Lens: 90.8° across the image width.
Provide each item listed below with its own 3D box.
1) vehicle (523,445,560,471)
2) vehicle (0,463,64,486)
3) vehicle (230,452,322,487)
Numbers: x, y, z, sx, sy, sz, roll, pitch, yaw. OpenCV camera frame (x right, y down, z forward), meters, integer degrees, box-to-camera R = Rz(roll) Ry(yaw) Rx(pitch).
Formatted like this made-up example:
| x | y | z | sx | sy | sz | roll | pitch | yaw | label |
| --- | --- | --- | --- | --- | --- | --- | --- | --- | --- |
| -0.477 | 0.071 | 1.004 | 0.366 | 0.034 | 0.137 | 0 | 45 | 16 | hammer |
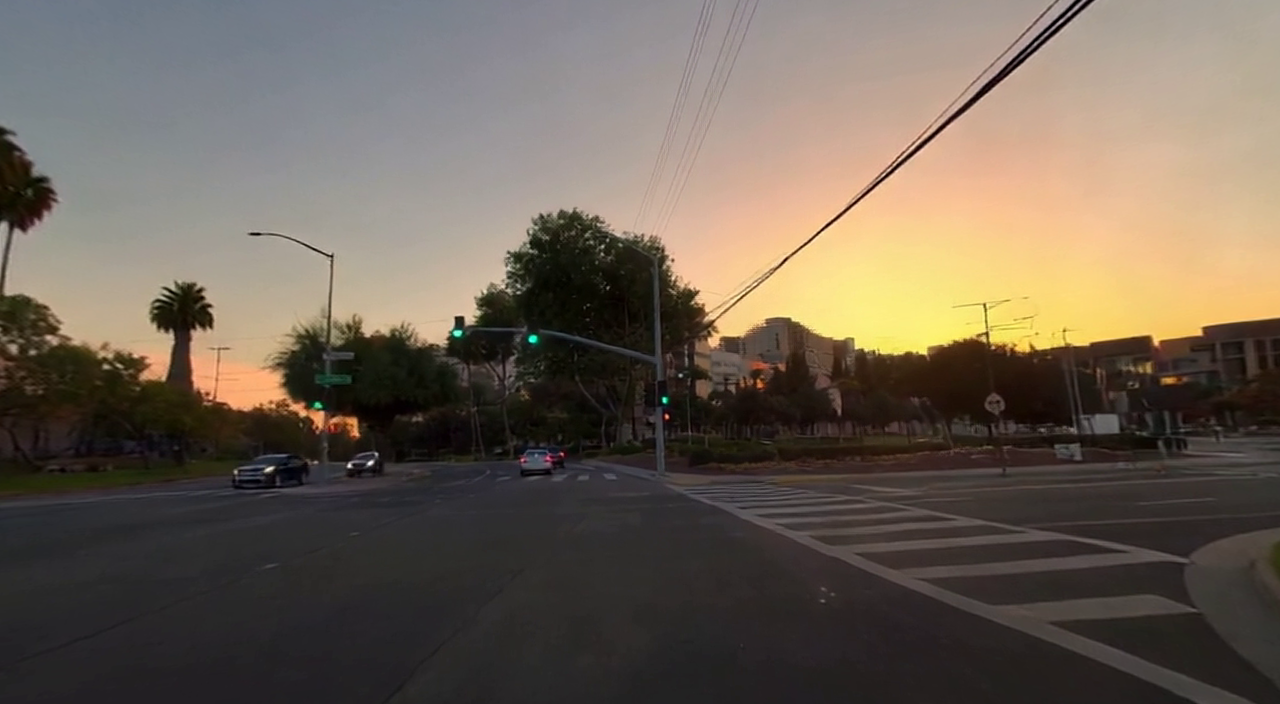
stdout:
| x | y | z | sx | sy | sz | roll | pitch | yaw | label |
| --- | --- | --- | --- | --- | --- | --- | --- | --- | --- |
| -6.086 | 6.566 | 39.385 | 2.063 | 1.474 | 4.334 | 1 | -9 | -7 | vehicle |
| -43.976 | 8.739 | 45.013 | 3.829 | 1.510 | 1.790 | 1 | -8 | -7 | vehicle |
| -17.429 | 5.595 | 30.552 | 1.997 | 1.480 | 4.715 | 1 | -8 | -6 | vehicle |
